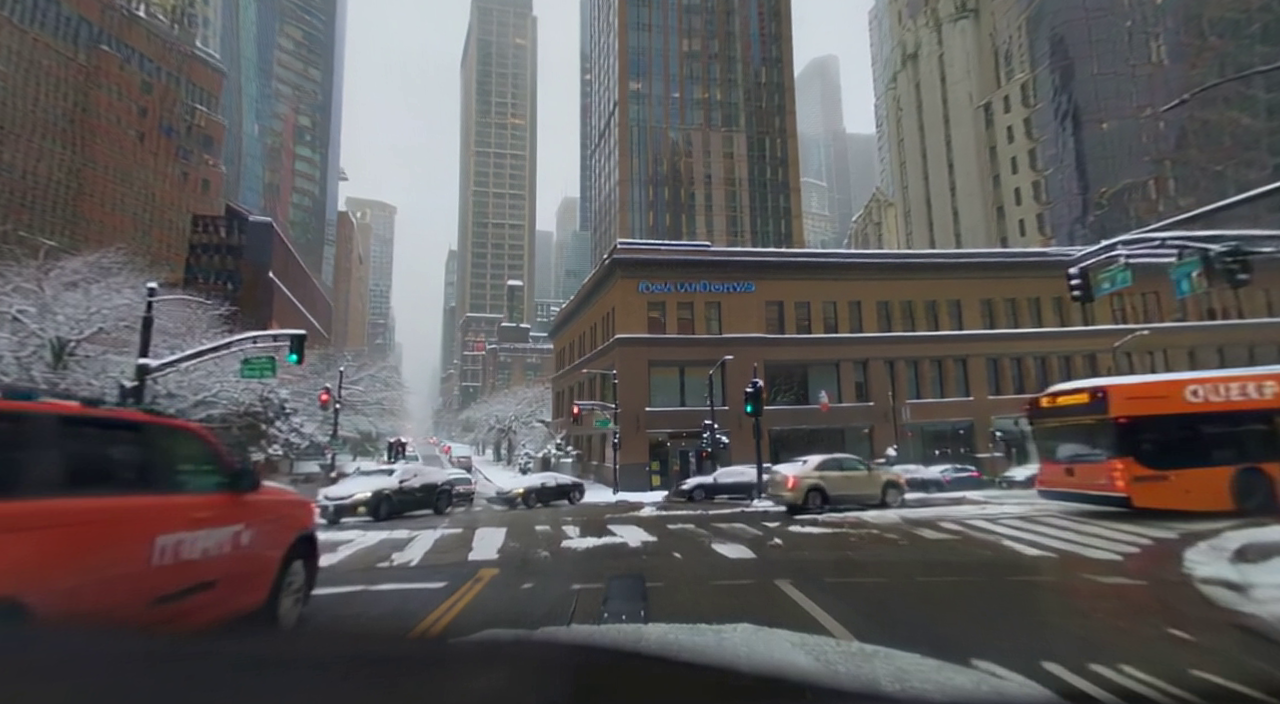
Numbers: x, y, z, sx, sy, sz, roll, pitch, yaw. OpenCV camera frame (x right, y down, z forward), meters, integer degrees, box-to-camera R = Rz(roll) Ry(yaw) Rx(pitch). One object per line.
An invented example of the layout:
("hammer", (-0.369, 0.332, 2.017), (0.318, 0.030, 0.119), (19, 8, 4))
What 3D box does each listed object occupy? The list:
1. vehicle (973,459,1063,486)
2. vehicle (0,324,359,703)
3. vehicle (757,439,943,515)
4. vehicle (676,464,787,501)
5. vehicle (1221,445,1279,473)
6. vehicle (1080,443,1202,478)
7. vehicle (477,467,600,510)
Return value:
("vehicle", (23.639, 7.556, 39.512), (4.418, 1.556, 1.814), (0, -9, 0))
("vehicle", (-3.526, 0.877, 2.839), (2.316, 1.769, 4.871), (0, -9, -1))
("vehicle", (5.811, 3.275, 17.197), (5.072, 1.746, 2.328), (6, -11, -38))
("vehicle", (3.931, 5.647, 27.476), (4.371, 1.439, 1.818), (1, -9, -11))
("vehicle", (39.742, 6.687, 39.582), (4.502, 1.696, 1.884), (0, -9, 1))
("vehicle", (24.527, 5.297, 30.984), (4.291, 1.606, 1.859), (0, -9, 0))
("vehicle", (-4.171, 5.636, 26.380), (4.766, 1.502, 1.891), (6, -11, -37))
